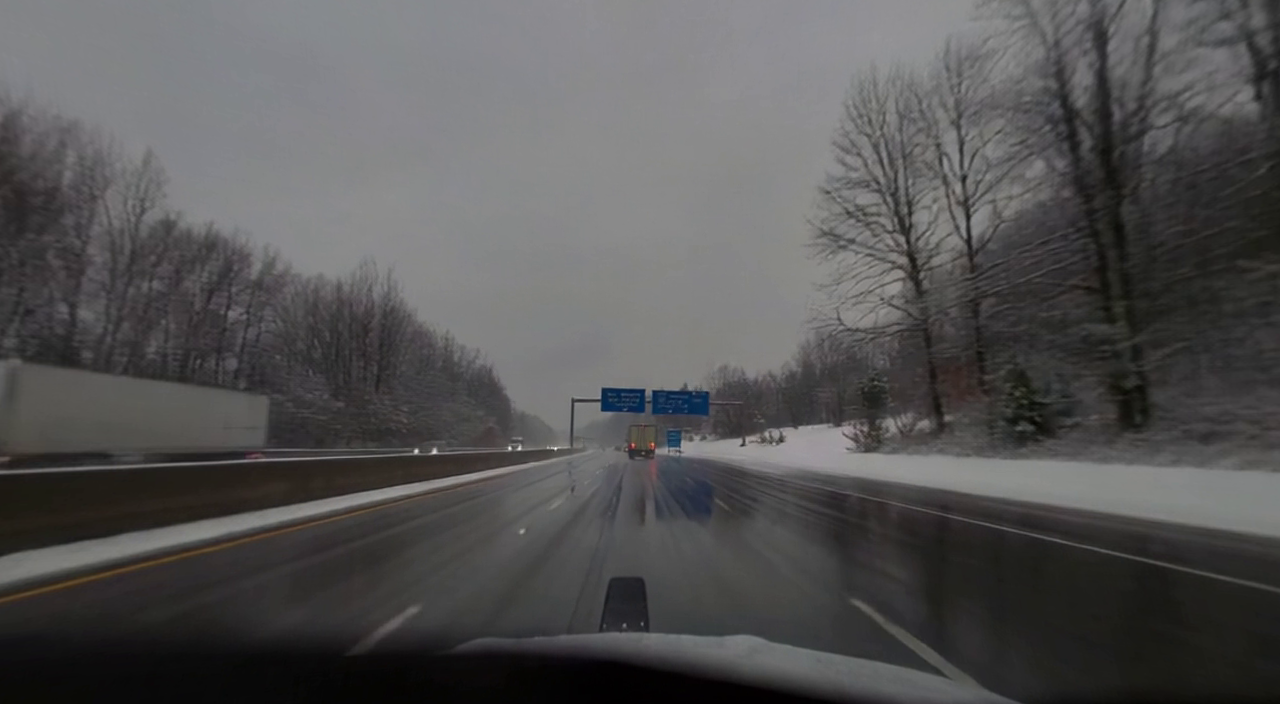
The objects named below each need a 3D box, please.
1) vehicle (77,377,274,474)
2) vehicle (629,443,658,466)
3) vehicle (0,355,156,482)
[{"bbox_3d":[-21.955,3.705,30.595,3.024,4.048,8.451,0,-8,0],"label":"vehicle"},{"bbox_3d":[0.215,6.919,42.440,1.859,1.478,3.799,0,-8,0],"label":"vehicle"},{"bbox_3d":[-21.952,2.304,21.196,2.993,4.028,10.213,0,-8,0],"label":"vehicle"}]
